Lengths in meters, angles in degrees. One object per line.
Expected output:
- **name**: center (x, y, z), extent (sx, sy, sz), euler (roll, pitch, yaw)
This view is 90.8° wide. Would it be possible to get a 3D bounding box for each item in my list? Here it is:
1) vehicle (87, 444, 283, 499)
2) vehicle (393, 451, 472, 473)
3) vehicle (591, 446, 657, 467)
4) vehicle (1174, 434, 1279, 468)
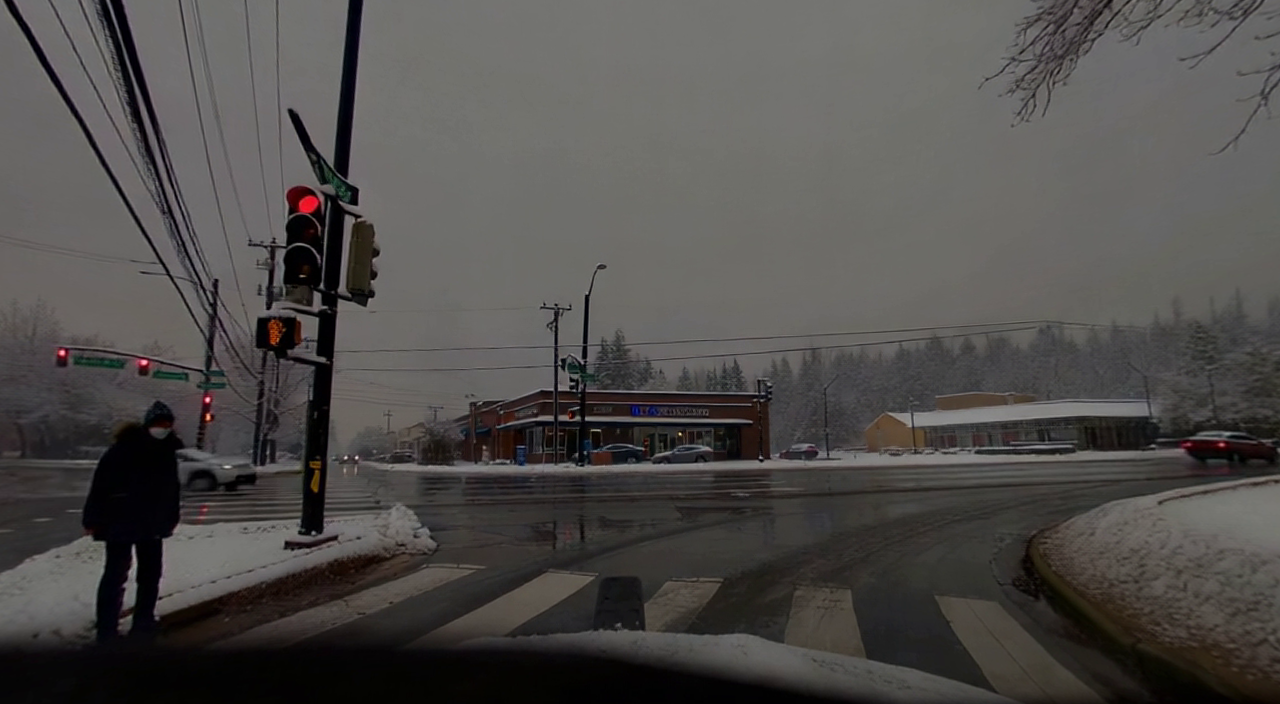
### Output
- **vehicle**: center (-13.254, 3.435, 18.494), extent (4.799, 1.438, 1.899), euler (-2, -9, 14)
- **vehicle**: center (-14.102, 7.440, 43.001), extent (4.837, 1.407, 1.818), euler (4, -9, -26)
- **vehicle**: center (-1.150, 7.546, 45.824), extent (4.391, 1.451, 1.717), euler (4, -9, -25)
- **vehicle**: center (27.728, 4.620, 29.539), extent (4.700, 1.479, 2.095), euler (3, -9, -22)
